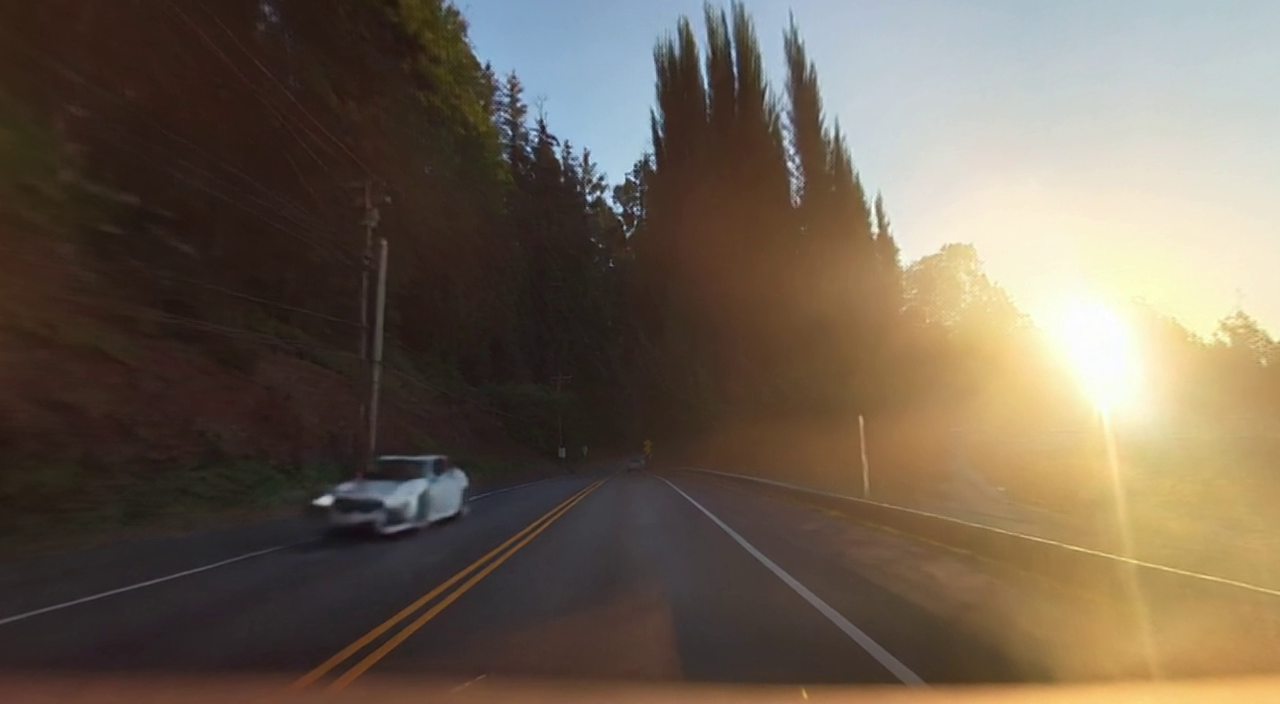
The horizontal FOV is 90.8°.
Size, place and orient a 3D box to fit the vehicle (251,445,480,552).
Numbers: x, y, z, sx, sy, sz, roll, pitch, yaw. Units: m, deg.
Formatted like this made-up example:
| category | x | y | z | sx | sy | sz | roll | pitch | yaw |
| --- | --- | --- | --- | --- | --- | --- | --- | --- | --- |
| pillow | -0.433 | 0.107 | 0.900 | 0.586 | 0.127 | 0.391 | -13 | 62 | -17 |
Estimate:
| category | x | y | z | sx | sy | sz | roll | pitch | yaw |
| --- | --- | --- | --- | --- | --- | --- | --- | --- | --- |
| vehicle | -4.521 | 2.439 | 11.346 | 2.080 | 1.512 | 4.450 | 0 | -8 | 0 |
